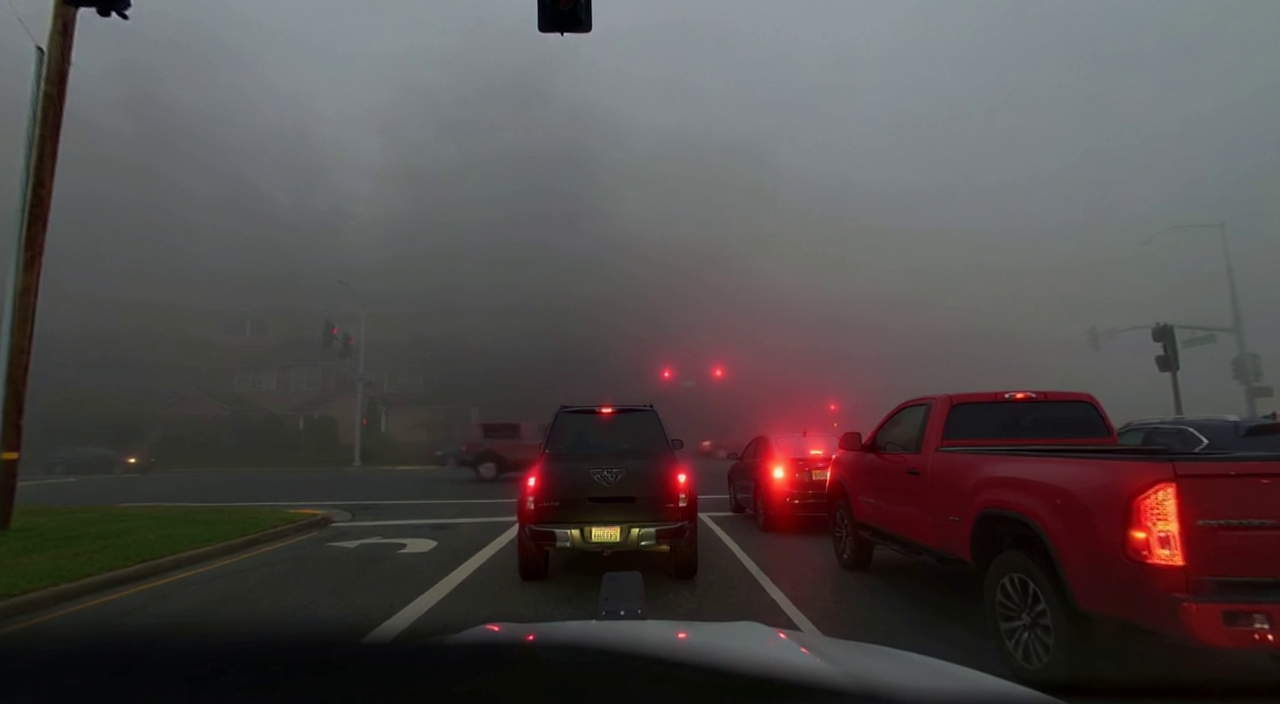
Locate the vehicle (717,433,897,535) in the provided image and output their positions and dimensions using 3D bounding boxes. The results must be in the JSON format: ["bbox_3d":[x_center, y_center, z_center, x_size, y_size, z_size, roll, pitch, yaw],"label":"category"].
[{"bbox_3d":[2.725,2.264,11.523,1.952,1.465,4.421,0,-8,-2],"label":"vehicle"}]

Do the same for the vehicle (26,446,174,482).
[{"bbox_3d":[-22.994,4.762,27.063,4.533,1.350,1.714,0,-8,-8],"label":"vehicle"}]

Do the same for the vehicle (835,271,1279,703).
[{"bbox_3d":[2.984,0.943,3.893,1.886,1.849,5.070,0,-8,-1],"label":"vehicle"}]

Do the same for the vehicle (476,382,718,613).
[{"bbox_3d":[-0.198,1.386,6.744,1.915,1.780,3.379,-1,-8,5],"label":"vehicle"}]
